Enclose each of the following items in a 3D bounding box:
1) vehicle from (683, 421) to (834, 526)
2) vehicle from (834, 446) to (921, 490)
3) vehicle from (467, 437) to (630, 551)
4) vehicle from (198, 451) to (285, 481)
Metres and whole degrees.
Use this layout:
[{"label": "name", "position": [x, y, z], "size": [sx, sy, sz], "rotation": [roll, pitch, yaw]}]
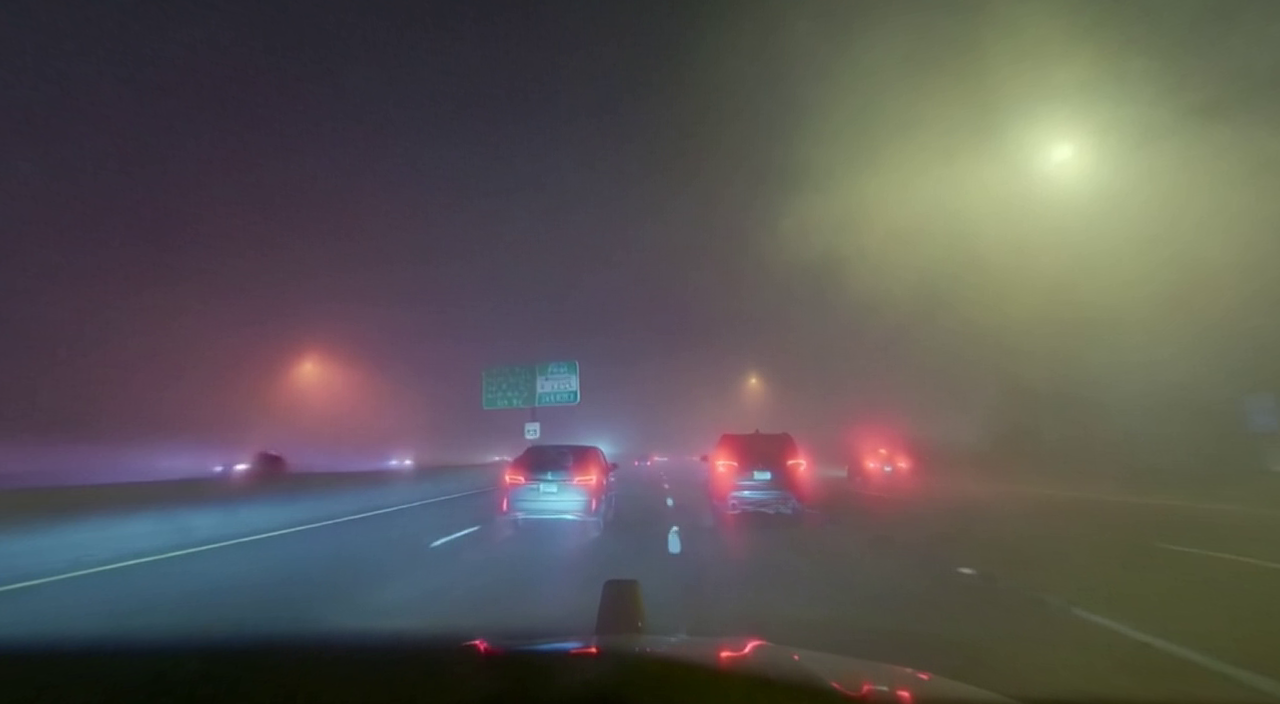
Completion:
[{"label": "vehicle", "position": [2.541, 2.851, 15.416], "size": [2.732, 2.065, 5.826], "rotation": [0, -9, 2]}, {"label": "vehicle", "position": [10.292, 5.038, 27.662], "size": [2.133, 1.770, 4.537], "rotation": [0, -9, 2]}, {"label": "vehicle", "position": [-1.385, 2.406, 11.368], "size": [2.099, 1.640, 4.134], "rotation": [-1, -9, 3]}, {"label": "vehicle", "position": [-23.452, 6.707, 37.159], "size": [1.978, 1.605, 4.626], "rotation": [0, -9, 2]}]
